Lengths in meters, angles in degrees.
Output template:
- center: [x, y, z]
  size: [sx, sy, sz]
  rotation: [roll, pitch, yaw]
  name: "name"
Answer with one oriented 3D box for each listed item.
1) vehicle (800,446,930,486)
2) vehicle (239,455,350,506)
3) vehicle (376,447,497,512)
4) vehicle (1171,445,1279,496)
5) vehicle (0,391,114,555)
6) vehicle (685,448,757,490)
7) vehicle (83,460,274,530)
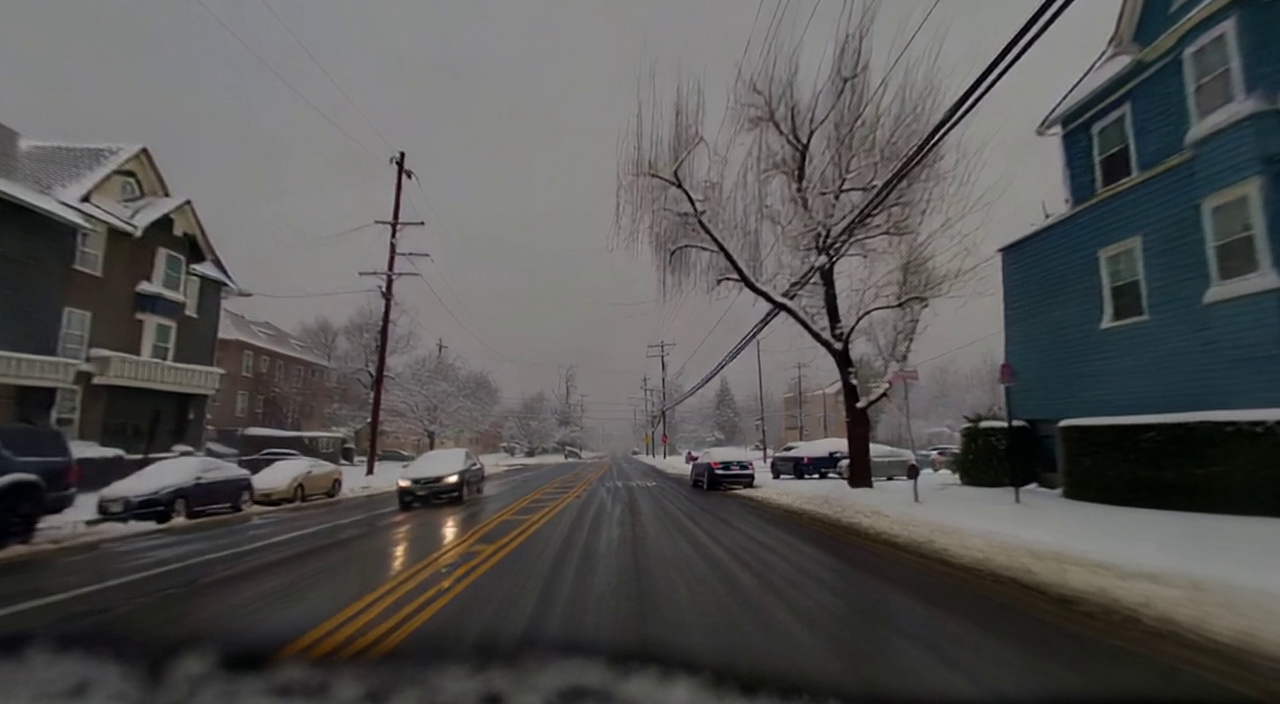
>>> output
- center: [9.011, 4.508, 25.323]
  size: [4.658, 1.465, 2.025]
  rotation: [-4, -9, 24]
  name: "vehicle"
- center: [-11.863, 4.402, 22.007]
  size: [1.936, 1.516, 3.647]
  rotation: [0, -8, -4]
  name: "vehicle"
- center: [-5.442, 3.441, 17.593]
  size: [2.205, 1.480, 4.366]
  rotation: [-1, -8, -4]
  name: "vehicle"
- center: [24.053, 4.543, 24.461]
  size: [1.962, 1.764, 5.005]
  rotation: [2, -7, -16]
  name: "vehicle"
- center: [-11.105, 1.788, 8.823]
  size: [2.687, 2.491, 5.936]
  rotation: [-2, -8, -4]
  name: "vehicle"
- center: [3.049, 4.502, 24.750]
  size: [1.917, 1.434, 4.733]
  rotation: [0, -8, -4]
  name: "vehicle"
- center: [-11.548, 3.555, 16.311]
  size: [1.742, 1.415, 4.566]
  rotation: [0, -8, -4]
  name: "vehicle"
